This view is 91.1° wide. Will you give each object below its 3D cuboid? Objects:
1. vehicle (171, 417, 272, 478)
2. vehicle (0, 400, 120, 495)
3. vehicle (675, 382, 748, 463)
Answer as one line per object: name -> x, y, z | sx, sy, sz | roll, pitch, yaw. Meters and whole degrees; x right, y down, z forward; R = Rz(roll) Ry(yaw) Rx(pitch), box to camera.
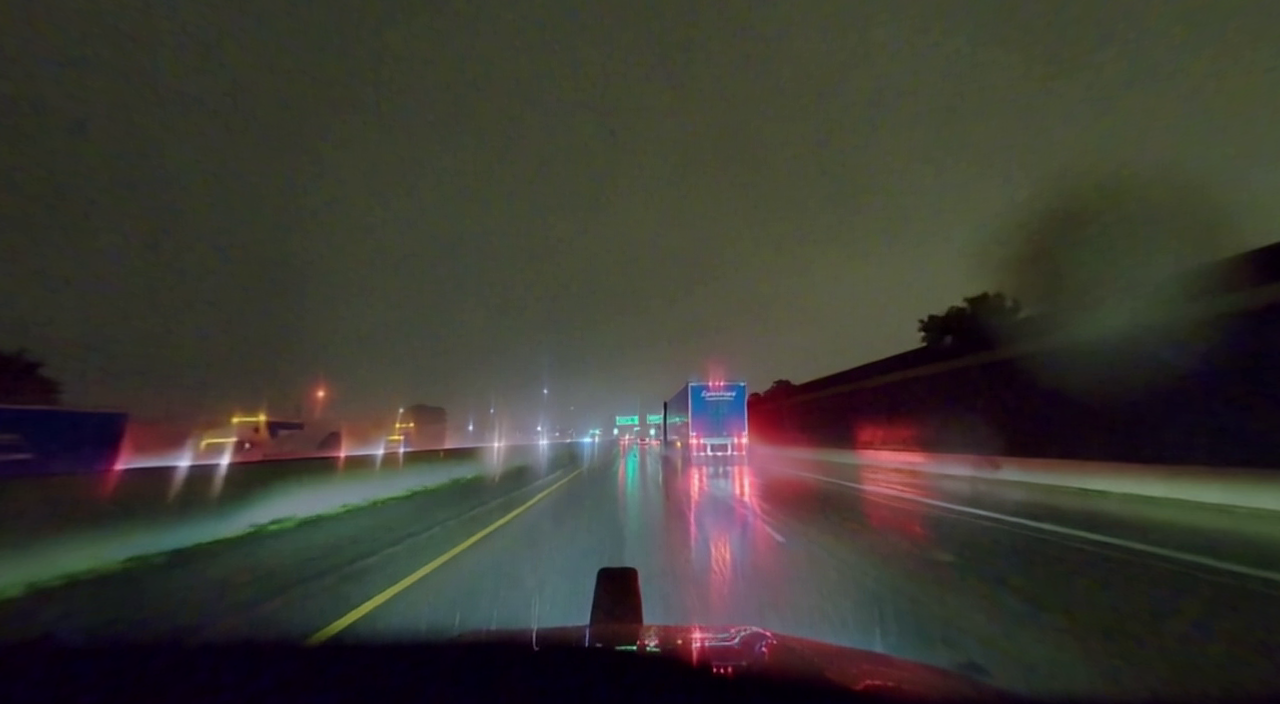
vehicle -> -30.699, 6.964, 46.516 | 2.964, 4.145, 6.342 | 0, -7, 0
vehicle -> -29.800, 4.183, 27.458 | 2.944, 4.141, 14.436 | 0, -8, -5
vehicle -> 3.642, 3.934, 34.299 | 2.888, 3.866, 8.380 | 0, -8, -1
